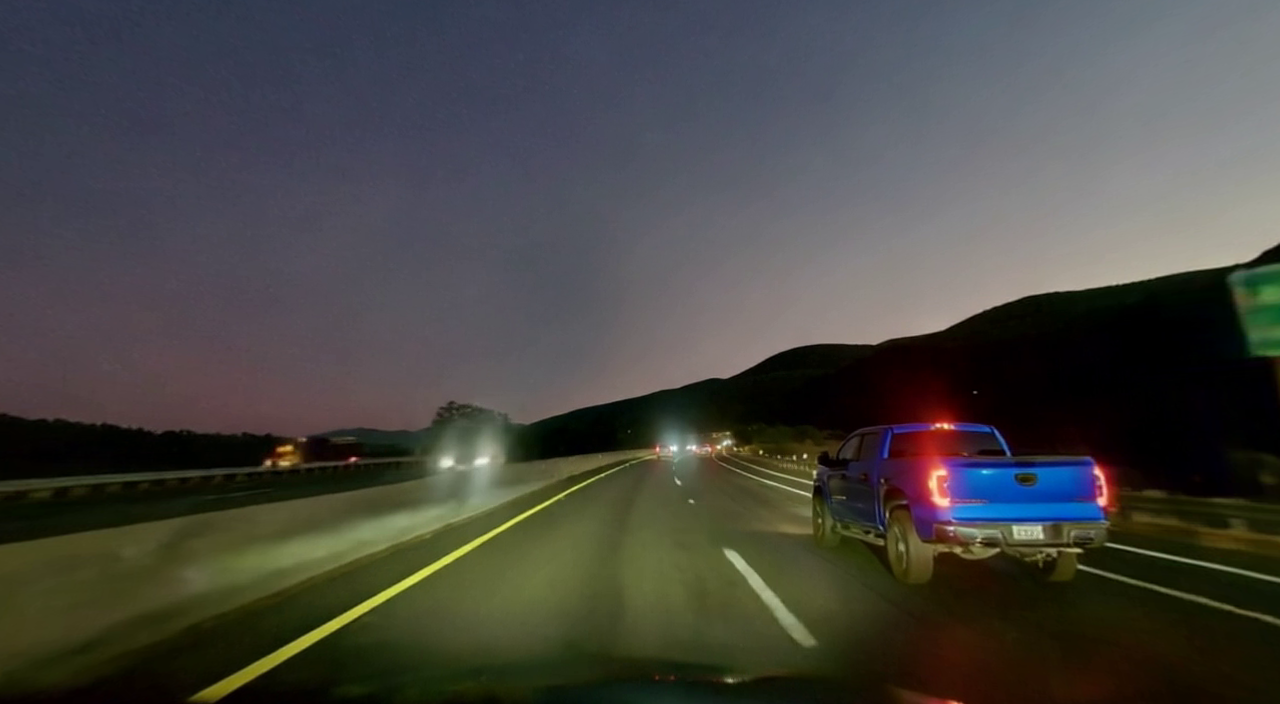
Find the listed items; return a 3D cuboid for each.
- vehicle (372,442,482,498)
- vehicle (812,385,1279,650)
[{"bbox_3d":[-7.659,4.253,23.331,2.162,1.816,4.951,-1,-9,2],"label":"vehicle"},{"bbox_3d":[3.545,1.450,6.620,2.151,1.744,4.709,0,-9,0],"label":"vehicle"}]
